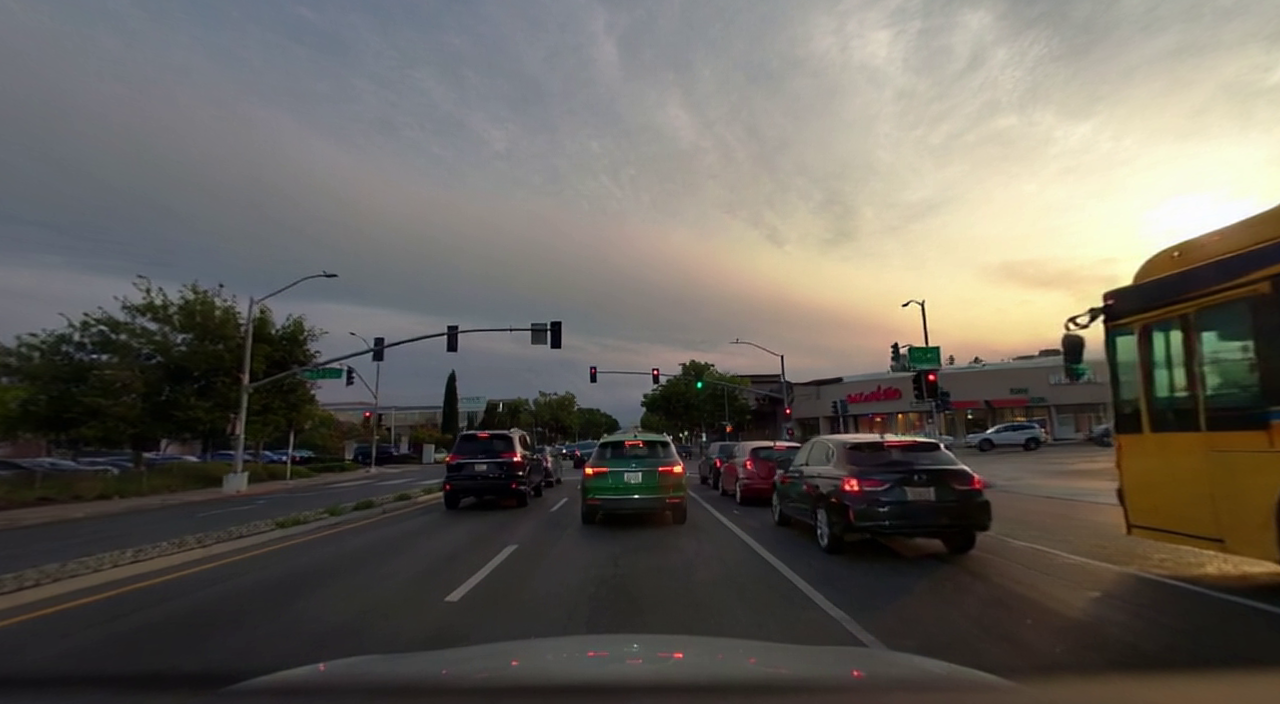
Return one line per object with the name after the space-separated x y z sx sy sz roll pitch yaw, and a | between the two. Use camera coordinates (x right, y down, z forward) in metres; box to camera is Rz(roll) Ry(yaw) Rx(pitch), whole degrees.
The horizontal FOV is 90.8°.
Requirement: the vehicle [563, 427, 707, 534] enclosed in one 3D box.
-0.068 2.140 11.050 2.071 1.525 3.723 0 -9 0 | vehicle

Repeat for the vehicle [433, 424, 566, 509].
-3.112 2.673 15.115 2.180 1.708 4.397 0 -9 0 | vehicle

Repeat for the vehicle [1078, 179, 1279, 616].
6.468 -0.104 1.840 3.197 3.269 9.836 0 -9 -1 | vehicle

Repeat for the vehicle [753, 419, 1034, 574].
2.902 1.757 8.471 1.922 1.508 4.330 0 -9 -1 | vehicle

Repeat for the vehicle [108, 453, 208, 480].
-27.371 6.515 36.065 4.107 1.427 1.883 3 -9 -22 | vehicle

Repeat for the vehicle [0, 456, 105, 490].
-27.965 5.652 29.709 3.838 1.433 1.967 4 -10 -27 | vehicle
